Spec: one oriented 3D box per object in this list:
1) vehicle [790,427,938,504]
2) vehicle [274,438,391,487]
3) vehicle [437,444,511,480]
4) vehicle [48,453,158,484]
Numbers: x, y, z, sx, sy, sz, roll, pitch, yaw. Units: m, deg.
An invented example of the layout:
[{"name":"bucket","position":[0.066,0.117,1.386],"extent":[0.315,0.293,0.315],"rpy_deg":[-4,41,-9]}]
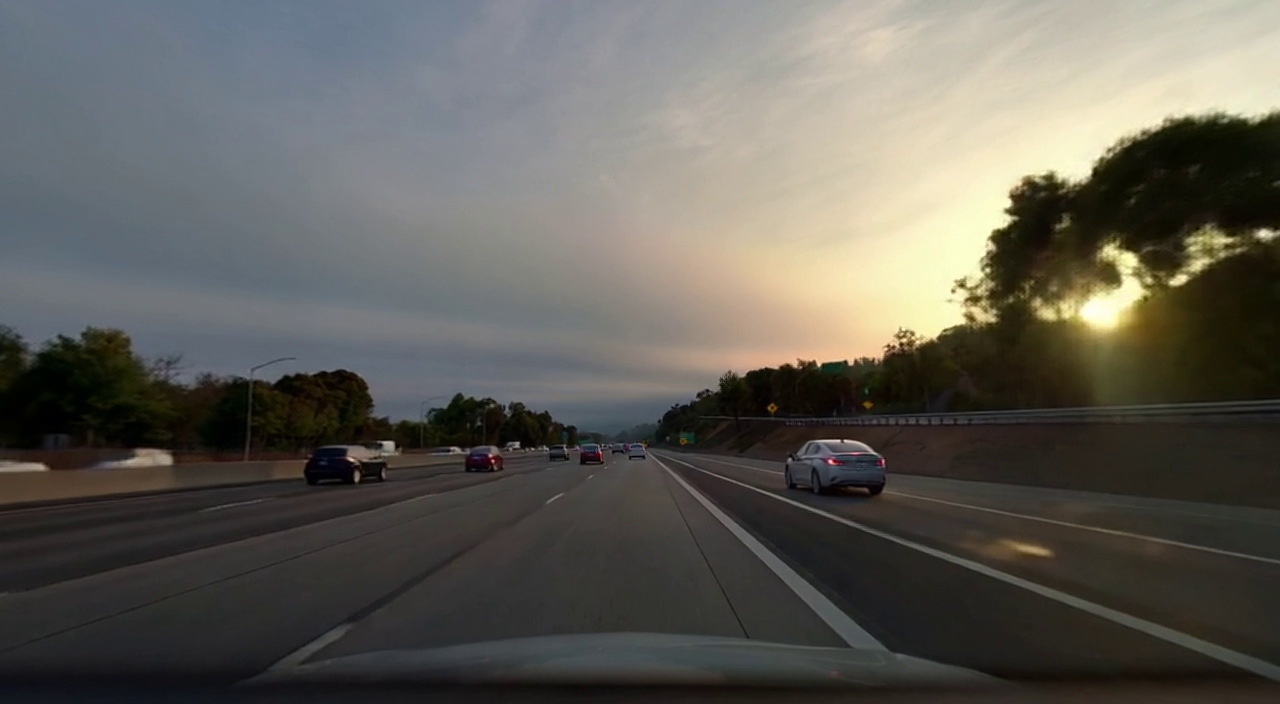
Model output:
[{"name":"vehicle","position":[5.967,3.097,17.596],"extent":[2.259,1.816,4.862],"rpy_deg":[0,-9,-1]},{"name":"vehicle","position":[-11.352,4.101,23.670],"extent":[2.107,1.628,4.446],"rpy_deg":[0,-9,1]},{"name":"vehicle","position":[-7.490,4.997,28.931],"extent":[2.071,1.486,4.703],"rpy_deg":[0,-9,1]},{"name":"vehicle","position":[-28.522,6.172,33.682],"extent":[1.866,1.510,4.521],"rpy_deg":[0,-9,1]}]
